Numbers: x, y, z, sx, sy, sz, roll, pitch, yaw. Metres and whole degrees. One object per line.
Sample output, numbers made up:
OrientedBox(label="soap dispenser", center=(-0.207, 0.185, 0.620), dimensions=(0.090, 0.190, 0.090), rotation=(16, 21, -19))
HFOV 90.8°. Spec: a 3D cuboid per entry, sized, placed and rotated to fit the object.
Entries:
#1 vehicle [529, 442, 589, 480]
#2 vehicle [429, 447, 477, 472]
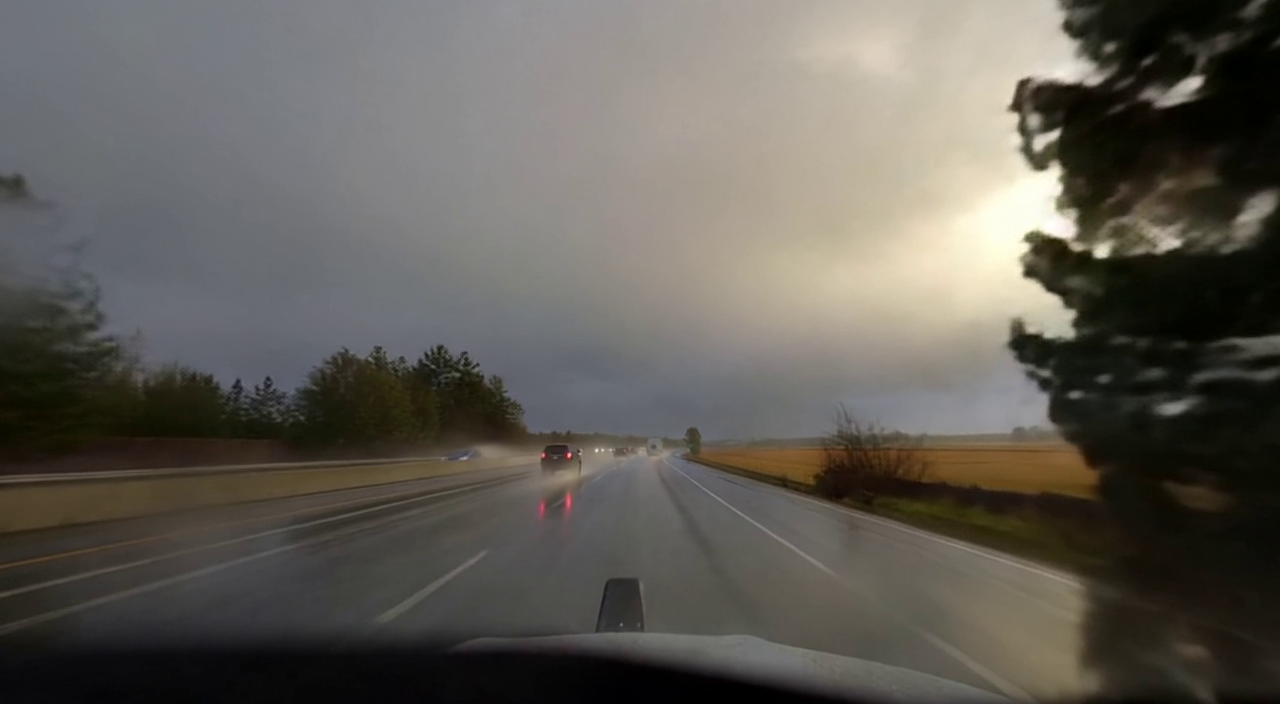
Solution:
OrientedBox(label="vehicle", center=(-3.863, 5.295, 30.908), dimensions=(2.188, 1.692, 4.623), rotation=(0, -9, 1))
OrientedBox(label="vehicle", center=(-11.693, 6.743, 39.706), dimensions=(1.801, 1.459, 3.745), rotation=(0, -9, 2))
